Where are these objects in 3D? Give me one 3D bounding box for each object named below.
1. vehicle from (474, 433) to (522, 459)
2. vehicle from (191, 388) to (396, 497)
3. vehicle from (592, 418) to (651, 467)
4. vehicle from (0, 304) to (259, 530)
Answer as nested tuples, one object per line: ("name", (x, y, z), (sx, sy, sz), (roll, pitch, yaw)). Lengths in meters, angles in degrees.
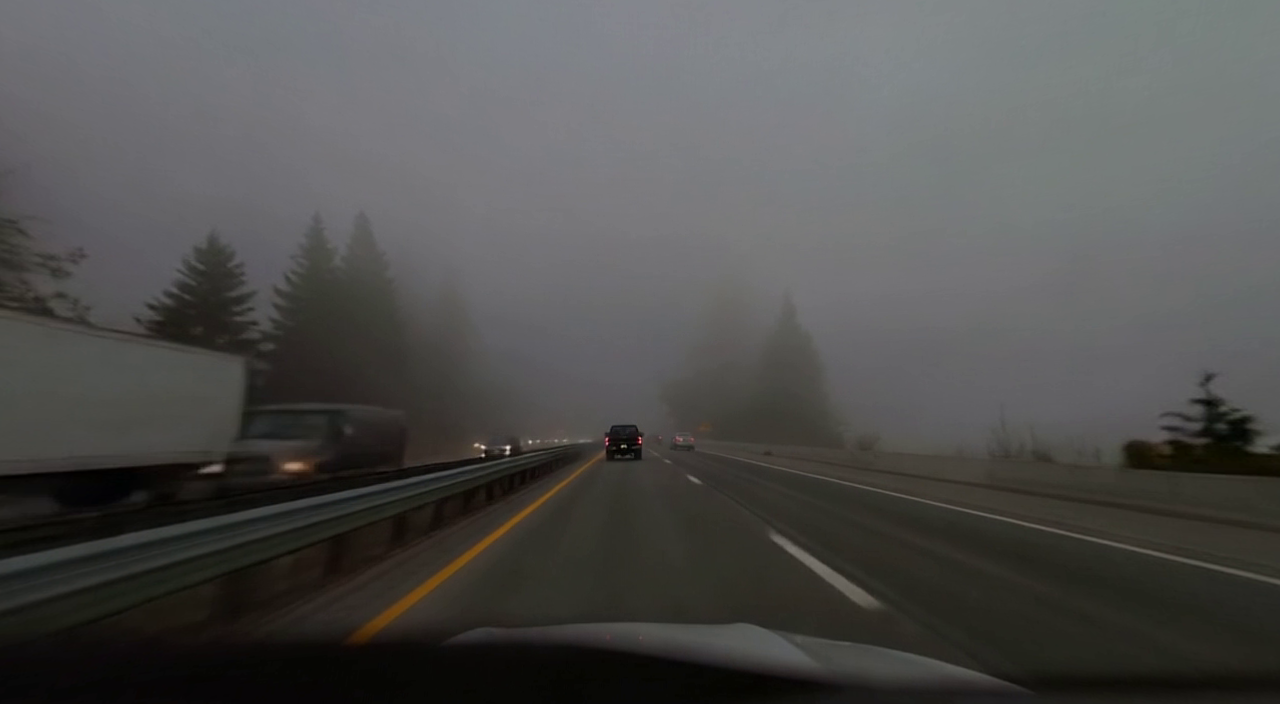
("vehicle", (-9.834, 6.555, 44.154), (2.293, 1.670, 4.765), (0, -8, -1))
("vehicle", (-9.563, 2.610, 18.364), (2.496, 2.608, 6.293), (0, -8, -2))
("vehicle", (-0.852, 4.146, 29.028), (2.503, 2.044, 4.633), (0, -8, -2))
("vehicle", (-13.804, 1.379, 12.990), (3.183, 4.272, 14.168), (0, -8, -1))
